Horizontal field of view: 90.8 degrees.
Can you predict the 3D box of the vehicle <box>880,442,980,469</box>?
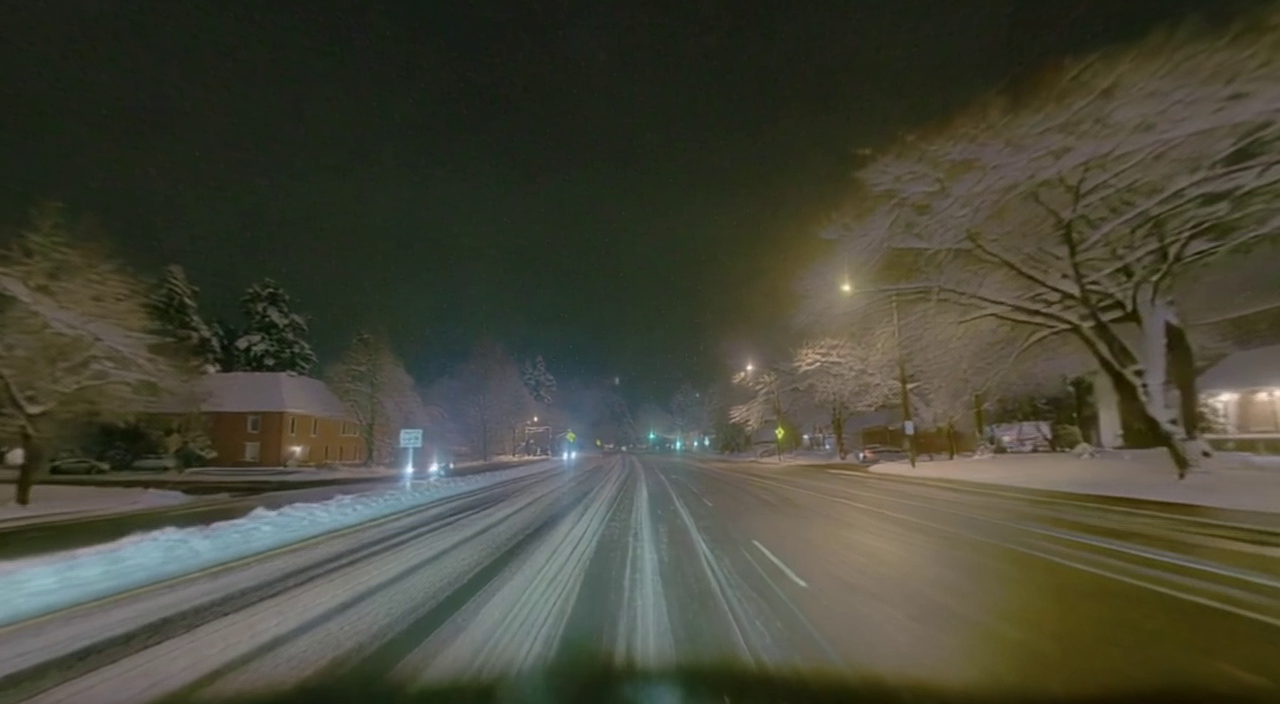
[{"bbox_3d":[16.088,5.761,35.230,4.592,1.472,2.009,0,-9,0],"label":"vehicle"}]
